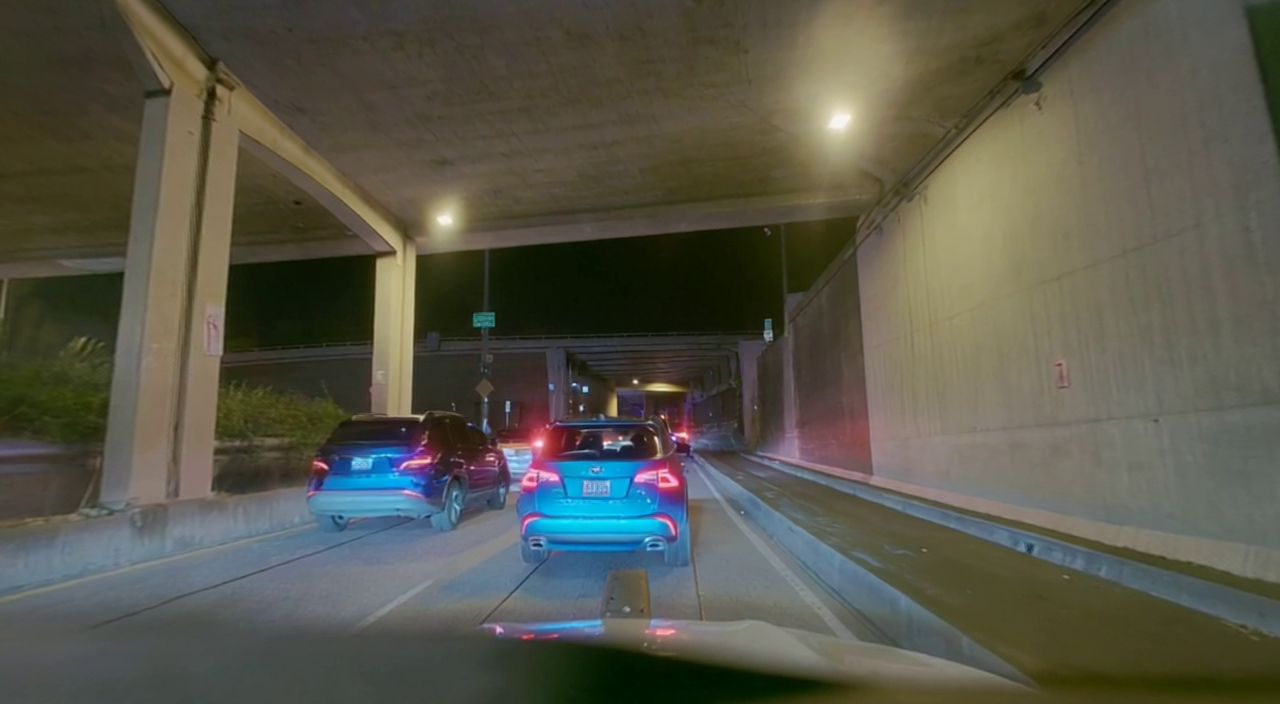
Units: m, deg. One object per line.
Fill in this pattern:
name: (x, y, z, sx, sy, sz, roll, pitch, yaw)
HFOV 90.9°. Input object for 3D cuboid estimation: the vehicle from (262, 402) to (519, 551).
vehicle: (-3.437, 1.827, 9.890, 2.017, 1.761, 4.572, 0, -8, 2)

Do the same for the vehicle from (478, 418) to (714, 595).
vehicle: (-0.274, 1.621, 7.487, 2.020, 1.478, 4.092, -1, -8, 3)
